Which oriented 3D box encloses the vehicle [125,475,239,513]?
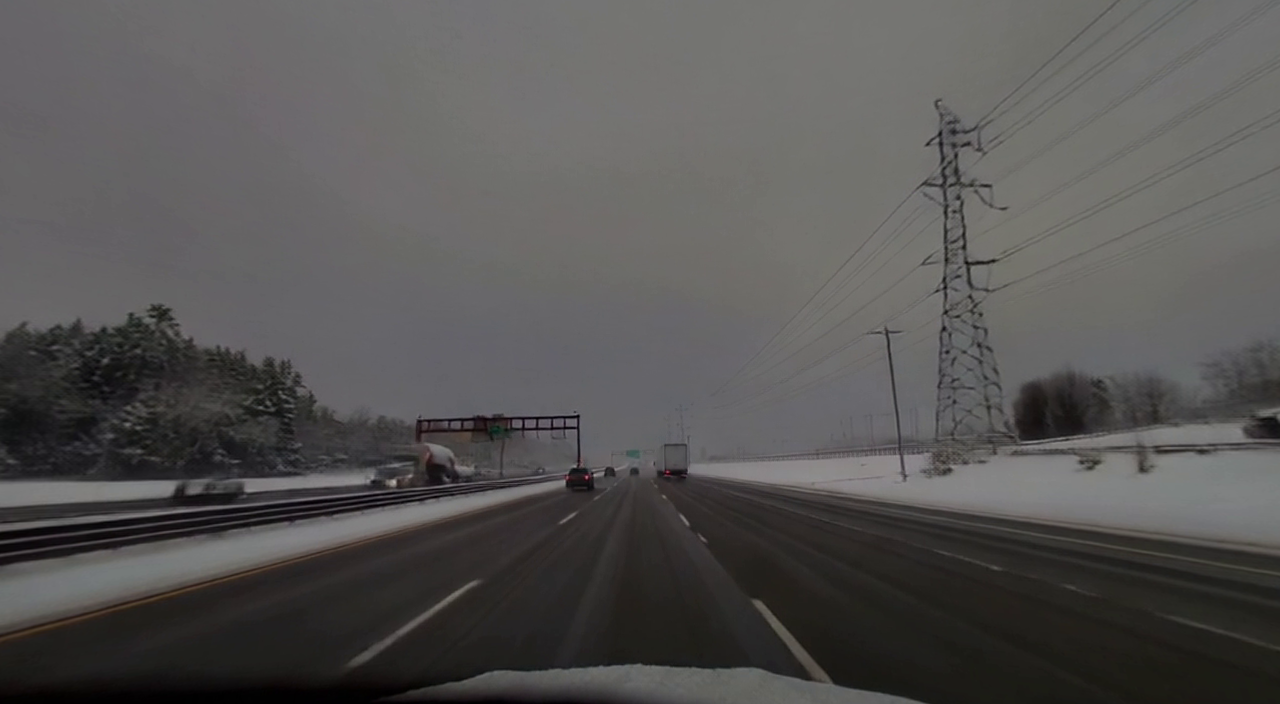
[{"bbox_3d":[-19.497,6.039,27.052,1.770,1.409,4.105,1,-11,0],"label":"vehicle"}]

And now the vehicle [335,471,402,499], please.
[{"bbox_3d":[-15.635,7.679,36.550,1.869,1.466,4.440,1,-11,0],"label":"vehicle"}]

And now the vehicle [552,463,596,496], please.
[{"bbox_3d":[-3.532,6.914,34.328,1.942,1.597,3.943,1,-11,0],"label":"vehicle"}]
